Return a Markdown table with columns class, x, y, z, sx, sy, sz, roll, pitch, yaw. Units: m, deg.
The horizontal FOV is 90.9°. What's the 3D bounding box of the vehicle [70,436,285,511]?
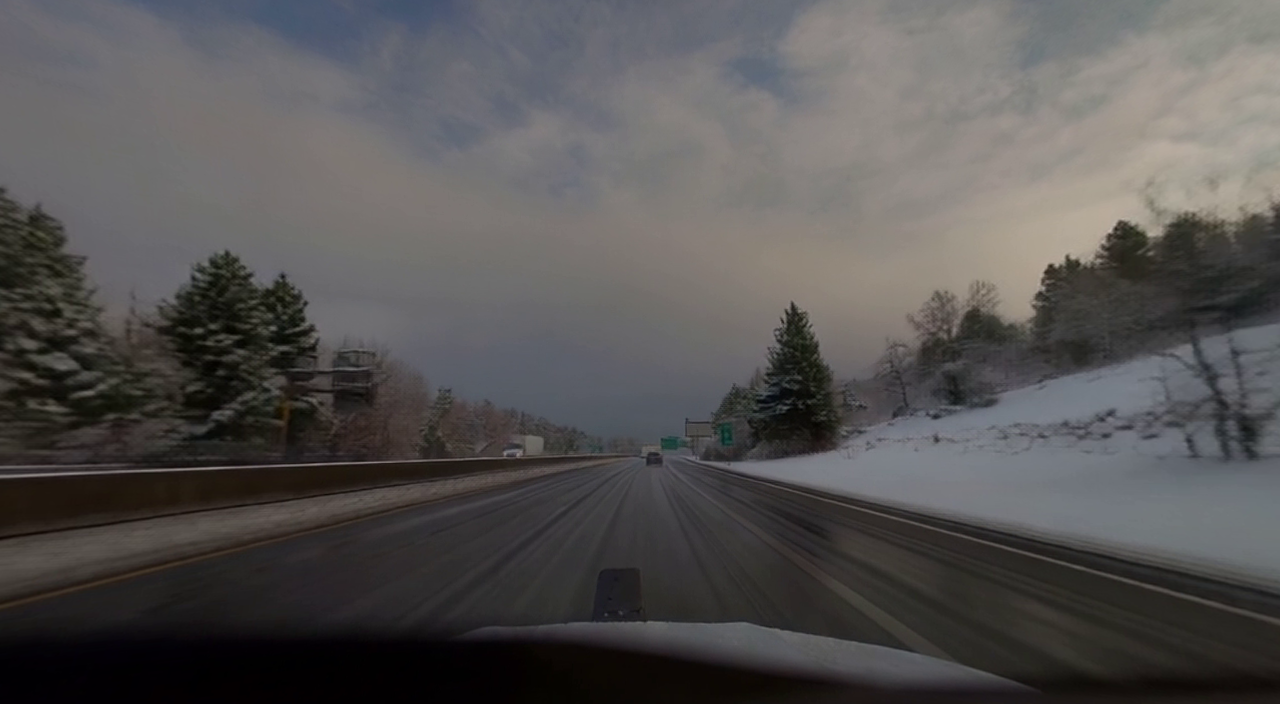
| class | x | y | z | sx | sy | sz | roll | pitch | yaw |
| --- | --- | --- | --- | --- | --- | --- | --- | --- | --- |
| vehicle | -12.564 | 3.313 | 17.729 | 2.059 | 1.763 | 5.143 | 0 | -9 | 1 |
